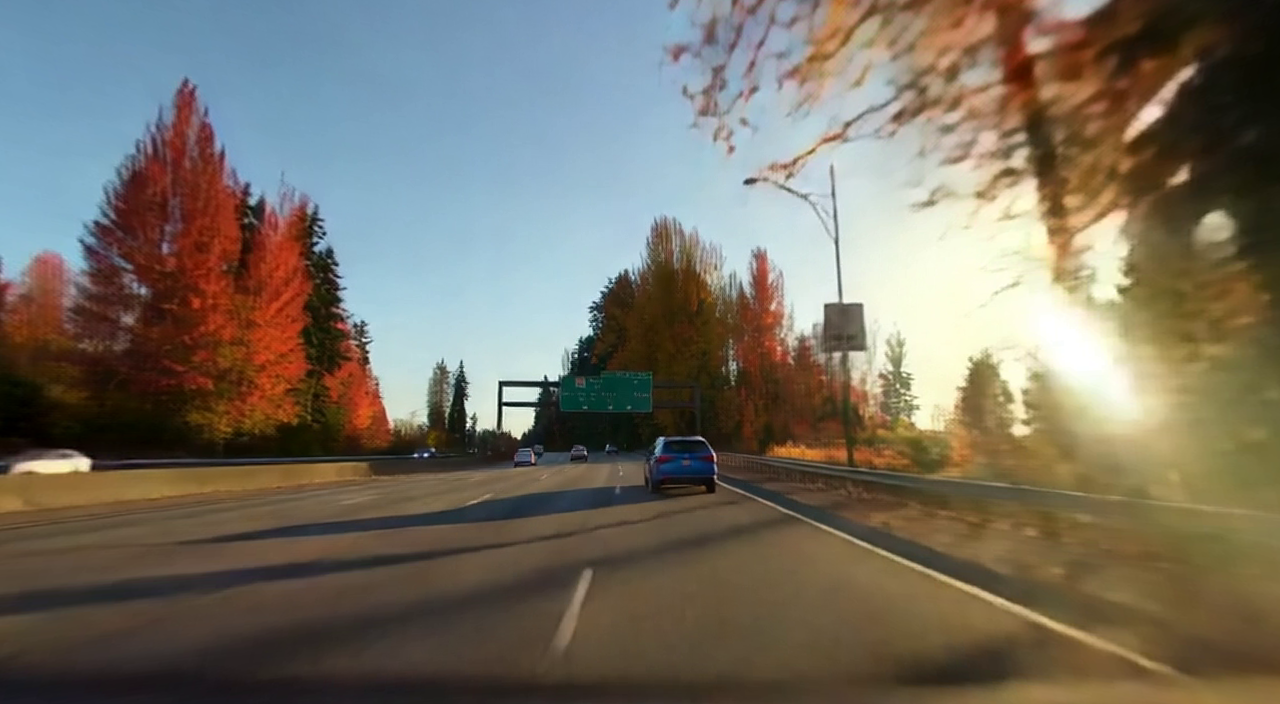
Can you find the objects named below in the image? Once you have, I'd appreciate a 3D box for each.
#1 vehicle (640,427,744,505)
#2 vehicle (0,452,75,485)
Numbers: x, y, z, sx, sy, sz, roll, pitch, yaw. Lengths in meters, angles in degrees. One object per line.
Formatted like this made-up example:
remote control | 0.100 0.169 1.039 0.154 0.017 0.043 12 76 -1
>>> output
vehicle | 1.156 2.852 16.185 2.120 1.706 4.226 0 -8 -2
vehicle | -31.329 5.795 31.596 1.835 1.492 4.512 0 -8 -1
